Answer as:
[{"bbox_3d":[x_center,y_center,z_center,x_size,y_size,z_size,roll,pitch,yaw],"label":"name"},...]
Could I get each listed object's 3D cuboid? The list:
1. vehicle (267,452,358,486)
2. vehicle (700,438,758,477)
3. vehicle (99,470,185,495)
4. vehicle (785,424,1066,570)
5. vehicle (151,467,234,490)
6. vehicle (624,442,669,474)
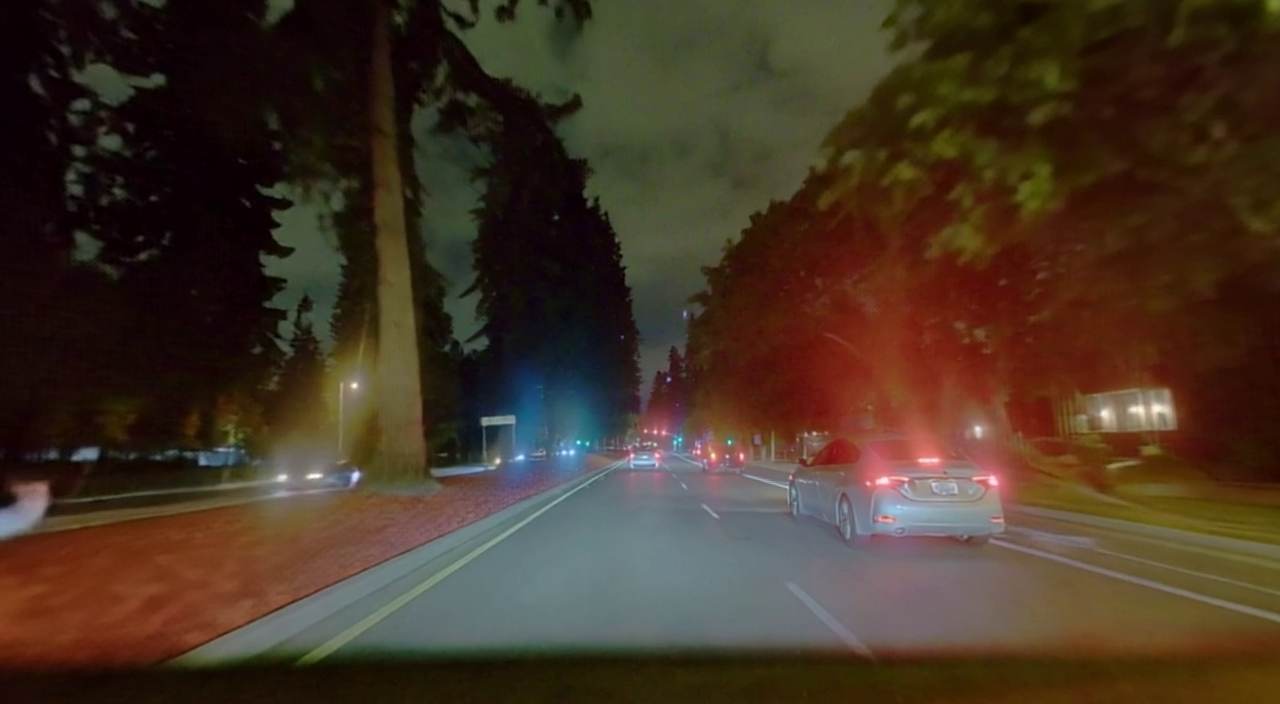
[{"bbox_3d":[-15.229,5.449,29.699,1.843,1.453,4.425,0,-9,1],"label":"vehicle"},{"bbox_3d":[4.014,4.855,29.326,2.074,1.652,4.340,0,-9,0],"label":"vehicle"},{"bbox_3d":[-30.945,8.110,39.322,3.757,1.391,2.001,-2,-9,3],"label":"vehicle"},{"bbox_3d":[3.516,1.862,8.838,1.985,1.529,4.147,0,-9,0],"label":"vehicle"},{"bbox_3d":[-31.512,8.898,44.561,4.432,1.535,1.866,0,-9,3],"label":"vehicle"},{"bbox_3d":[0.321,5.179,31.017,2.082,1.473,4.028,0,-9,1],"label":"vehicle"}]
